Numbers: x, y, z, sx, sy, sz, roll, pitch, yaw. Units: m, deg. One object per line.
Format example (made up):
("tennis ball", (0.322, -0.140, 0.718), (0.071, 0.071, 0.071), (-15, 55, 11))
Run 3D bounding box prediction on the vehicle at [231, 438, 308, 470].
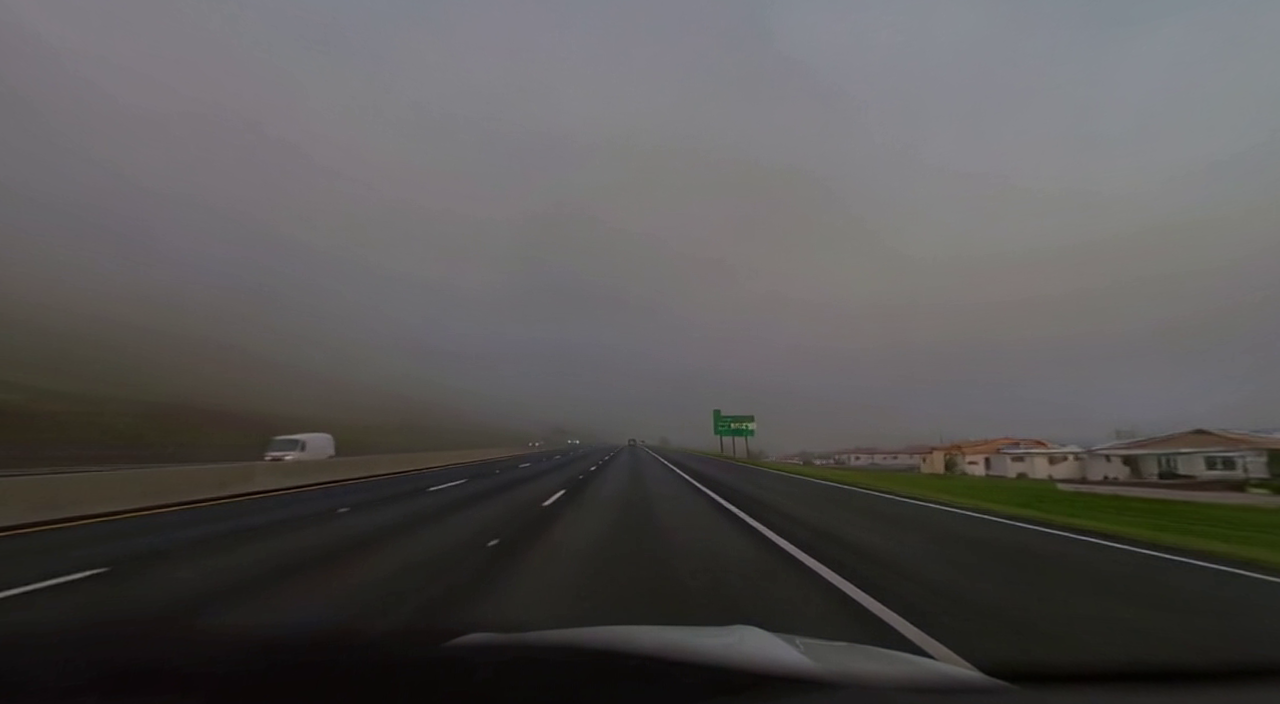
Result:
("vehicle", (-23.556, 6.490, 40.248), (2.028, 1.893, 4.760), (0, -8, -1))
